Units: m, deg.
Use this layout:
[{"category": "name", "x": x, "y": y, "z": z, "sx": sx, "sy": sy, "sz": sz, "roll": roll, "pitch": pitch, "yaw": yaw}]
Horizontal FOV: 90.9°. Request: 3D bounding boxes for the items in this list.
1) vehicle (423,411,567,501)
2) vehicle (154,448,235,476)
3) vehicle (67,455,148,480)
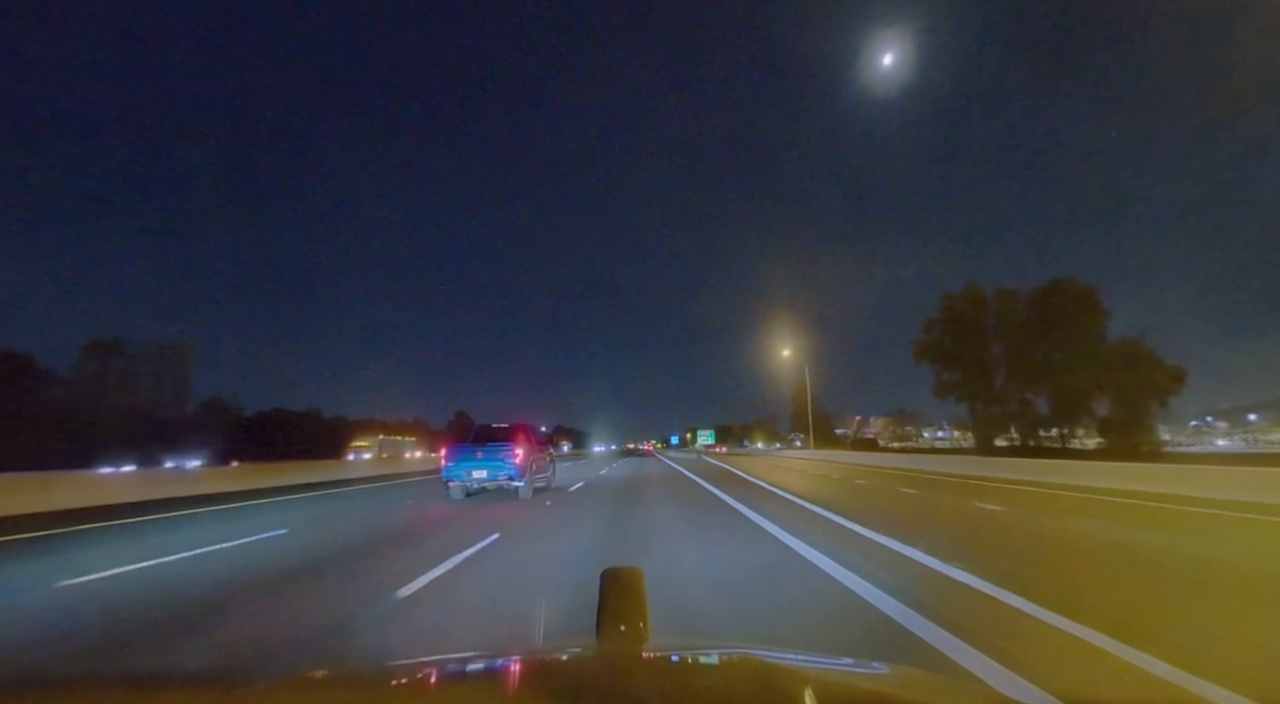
[{"category": "vehicle", "x": -3.748, "y": 2.881, "z": 17.871, "sx": 2.601, "sy": 2.084, "sz": 6.068, "roll": 0, "pitch": -8, "yaw": 1}, {"category": "vehicle", "x": -29.561, "y": 7.287, "z": 42.077, "sx": 1.954, "sy": 1.704, "sz": 4.656, "roll": 0, "pitch": -8, "yaw": 0}, {"category": "vehicle", "x": -39.692, "y": 8.586, "z": 47.140, "sx": 2.012, "sy": 1.686, "sz": 4.608, "roll": 0, "pitch": -8, "yaw": -1}]
